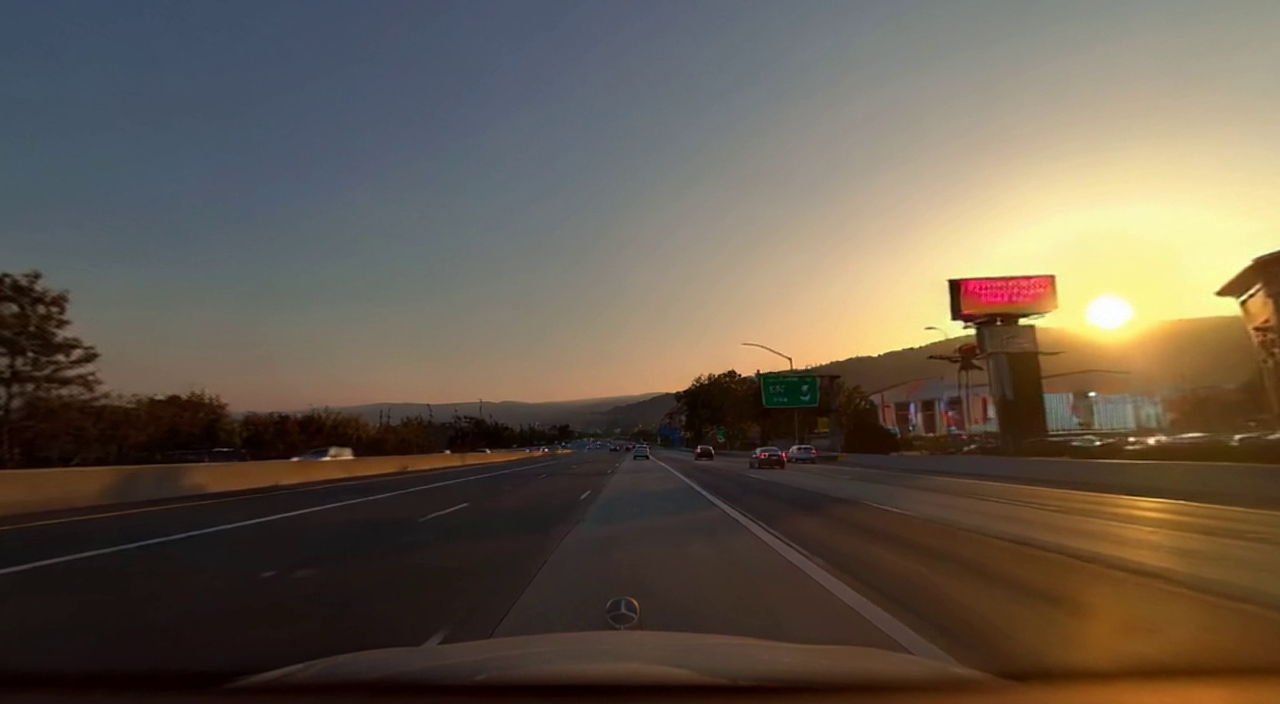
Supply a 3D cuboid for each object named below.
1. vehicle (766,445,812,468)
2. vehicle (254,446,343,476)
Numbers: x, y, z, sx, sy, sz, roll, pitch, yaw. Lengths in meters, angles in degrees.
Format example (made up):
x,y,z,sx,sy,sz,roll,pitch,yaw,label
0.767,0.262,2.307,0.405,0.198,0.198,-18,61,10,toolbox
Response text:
x,y,z,sx,sy,sz,roll,pitch,yaw,label
10.269,7.246,43.968,1.953,1.473,4.512,0,-8,-2,vehicle
-20.449,6.527,38.193,2.347,1.680,5.524,0,-8,0,vehicle
